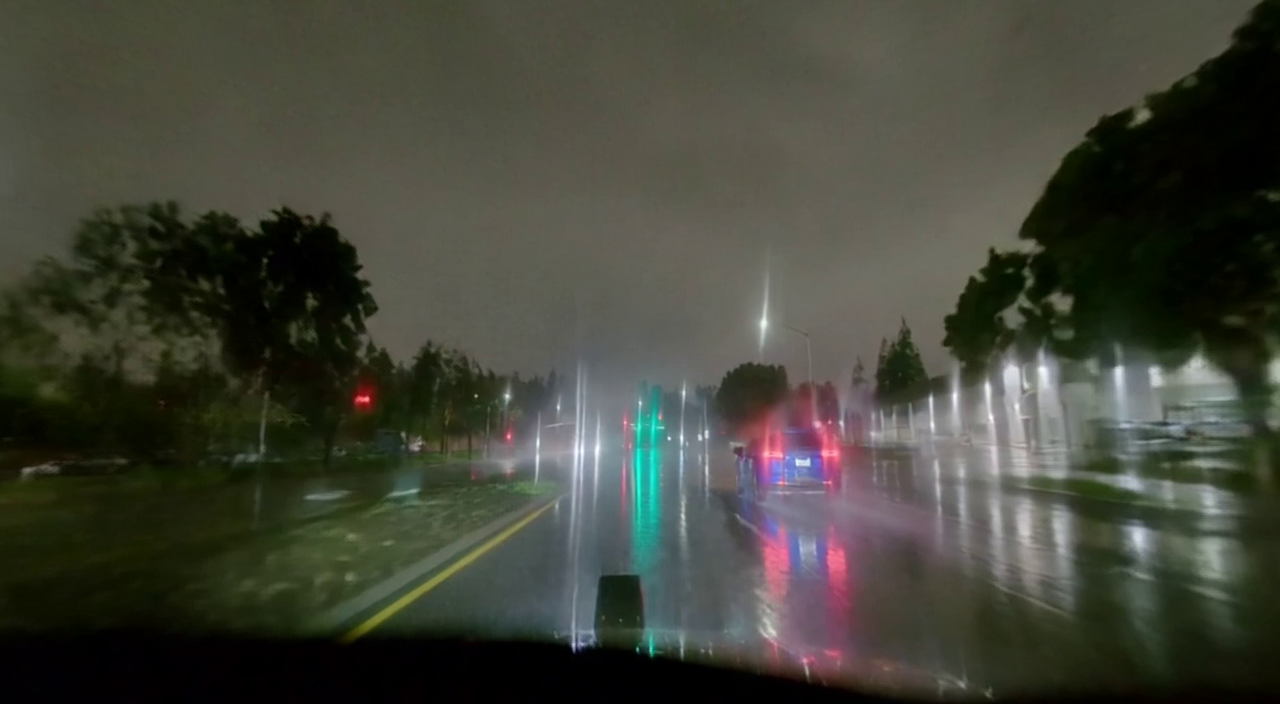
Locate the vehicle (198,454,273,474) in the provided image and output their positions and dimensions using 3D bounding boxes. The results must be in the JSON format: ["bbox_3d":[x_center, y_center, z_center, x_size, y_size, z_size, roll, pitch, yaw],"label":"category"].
[{"bbox_3d":[-31.023,8.591,48.546,4.415,1.418,1.961,0,-8,-1],"label":"vehicle"}]

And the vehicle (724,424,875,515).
[{"bbox_3d":[3.233,2.476,13.813,2.060,1.665,4.284,0,-8,-2],"label":"vehicle"}]
